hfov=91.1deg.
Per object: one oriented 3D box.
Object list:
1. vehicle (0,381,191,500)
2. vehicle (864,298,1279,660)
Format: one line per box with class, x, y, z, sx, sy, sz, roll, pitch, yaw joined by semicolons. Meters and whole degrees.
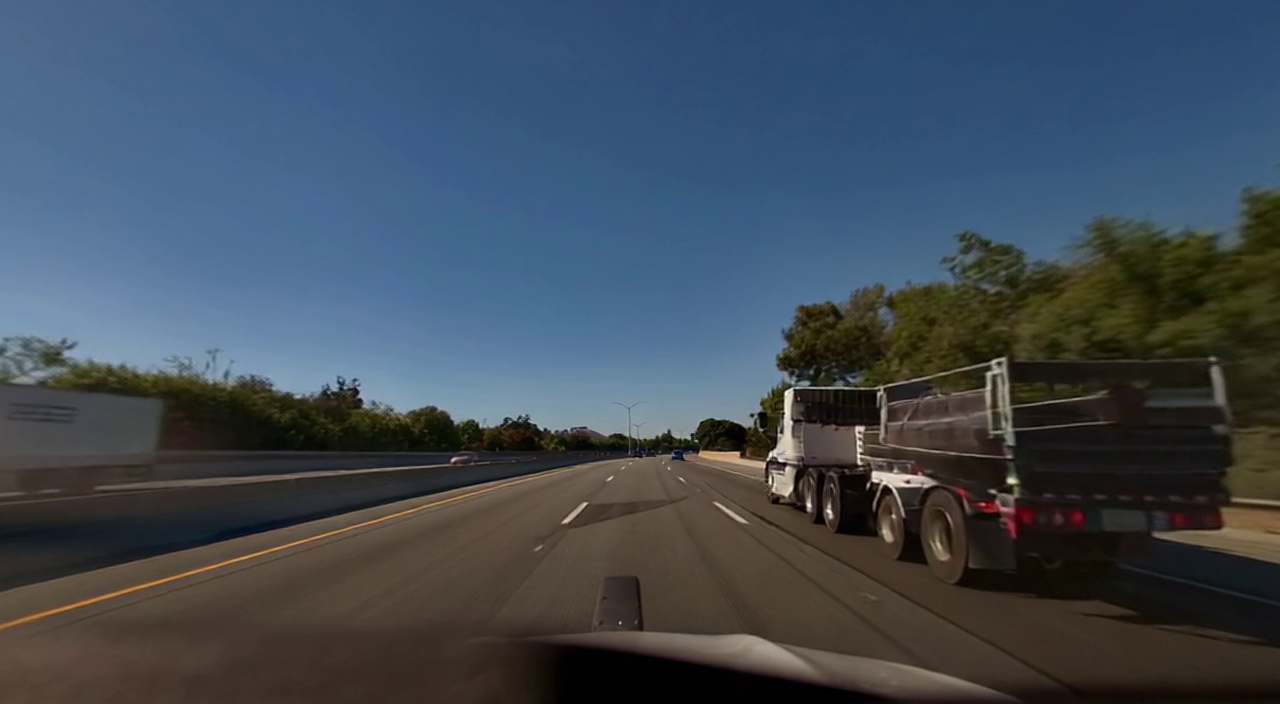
vehicle;-23.552;3.364;23.572;3.117;4.032;13.956;0;-9;0
vehicle;4.263;1.151;6.470;2.215;2.461;4.234;0;-9;-1
